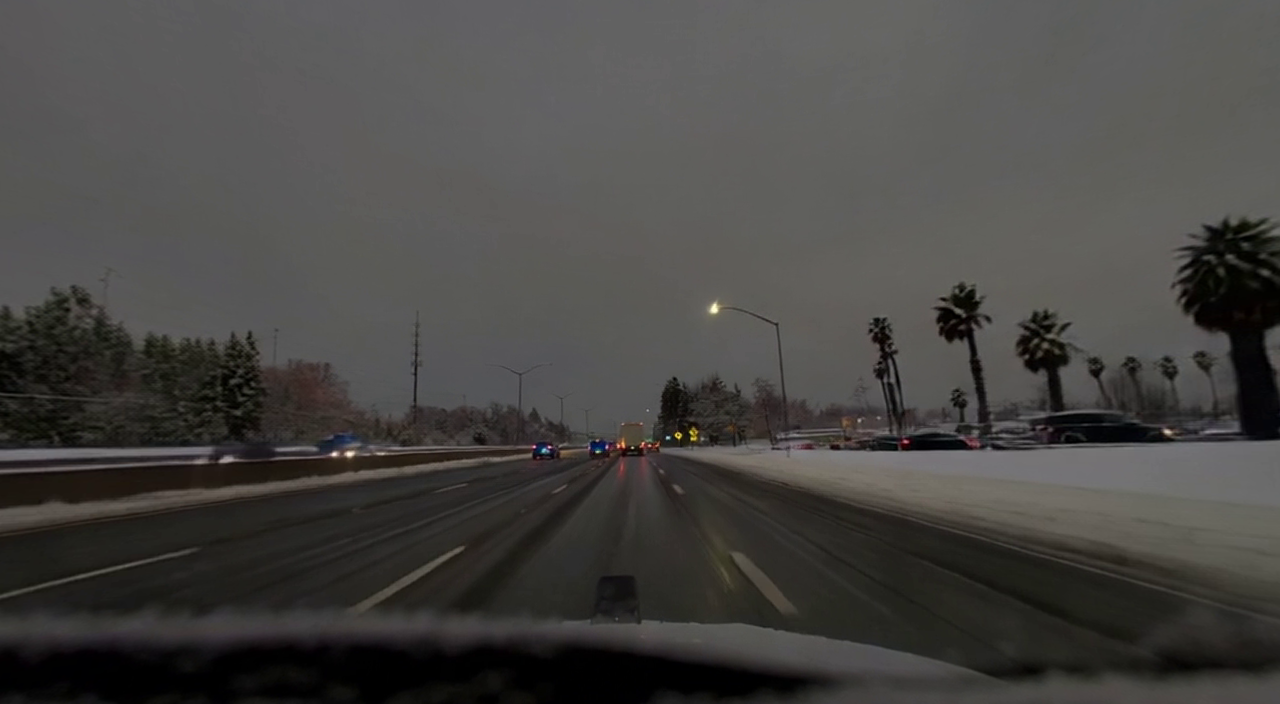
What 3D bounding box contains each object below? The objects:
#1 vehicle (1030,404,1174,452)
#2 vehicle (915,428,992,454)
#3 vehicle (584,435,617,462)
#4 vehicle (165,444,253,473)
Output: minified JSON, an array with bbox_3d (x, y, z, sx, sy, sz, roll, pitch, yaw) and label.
[{"bbox_3d":[23.821,3.959,32.717,5.716,2.092,2.177,-2,-11,-4],"label":"vehicle"},{"bbox_3d":[23.556,6.695,47.543,4.675,1.823,2.059,0,-8,-2],"label":"vehicle"},{"bbox_3d":[-3.075,7.590,49.845,2.390,2.007,4.901,0,-8,-1],"label":"vehicle"},{"bbox_3d":[-26.257,6.479,38.705,2.196,1.608,4.473,0,-8,0],"label":"vehicle"}]
